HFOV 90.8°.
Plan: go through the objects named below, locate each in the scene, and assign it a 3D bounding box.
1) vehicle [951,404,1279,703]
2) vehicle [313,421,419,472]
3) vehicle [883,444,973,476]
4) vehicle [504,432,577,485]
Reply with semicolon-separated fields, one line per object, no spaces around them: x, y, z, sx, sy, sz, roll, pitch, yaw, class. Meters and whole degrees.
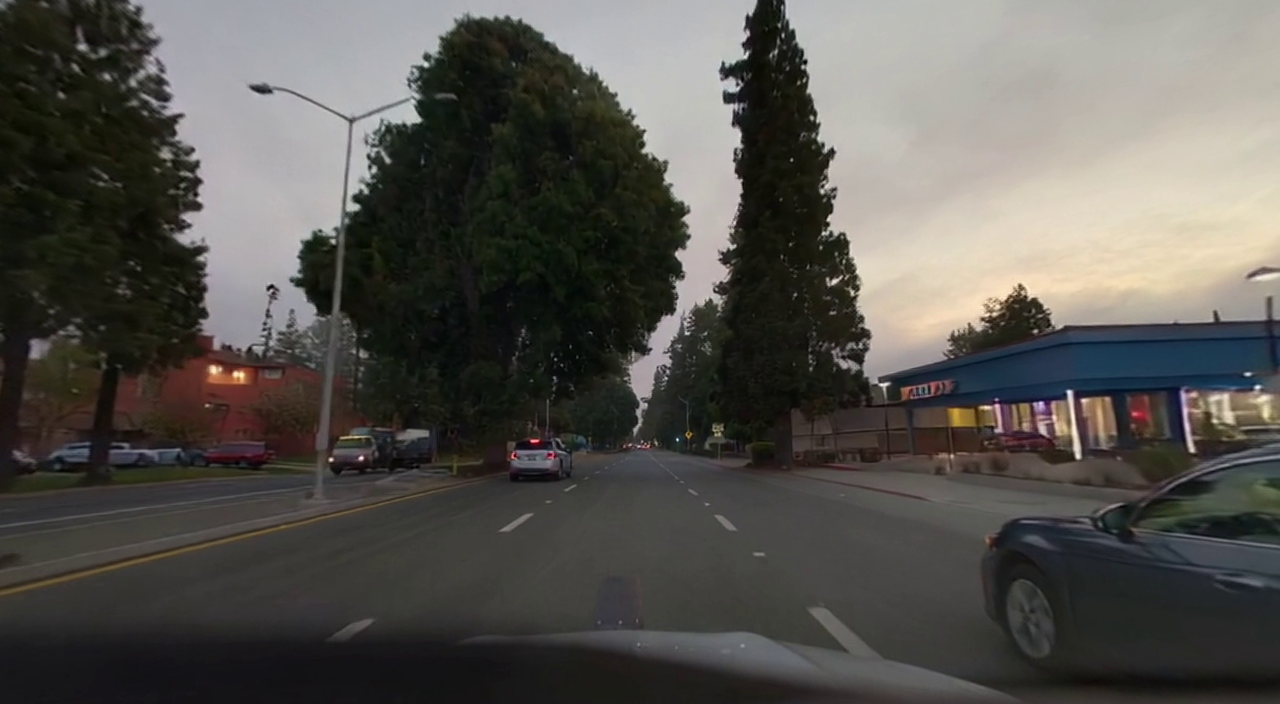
3.375;0.950;2.359;1.975;1.502;4.787;0;-9;0;vehicle
-20.402;7.181;48.110;3.171;3.397;10.694;0;-9;1;vehicle
16.864;6.354;37.179;4.318;1.733;1.901;-1;-9;-1;vehicle
-3.634;3.979;23.889;1.997;1.806;4.500;0;-9;1;vehicle
